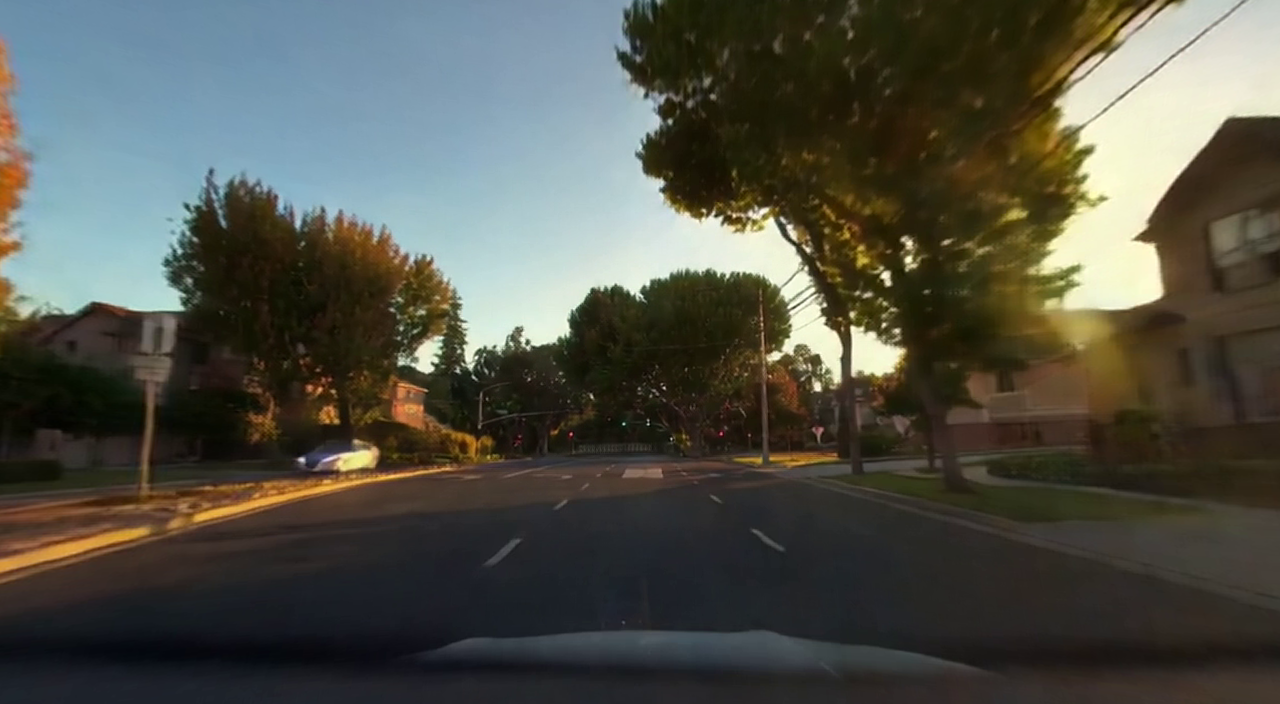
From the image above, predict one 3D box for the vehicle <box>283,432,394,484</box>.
[{"bbox_3d":[-11.760,4.148,24.938,2.045,1.847,4.674,0,-8,0],"label":"vehicle"}]
